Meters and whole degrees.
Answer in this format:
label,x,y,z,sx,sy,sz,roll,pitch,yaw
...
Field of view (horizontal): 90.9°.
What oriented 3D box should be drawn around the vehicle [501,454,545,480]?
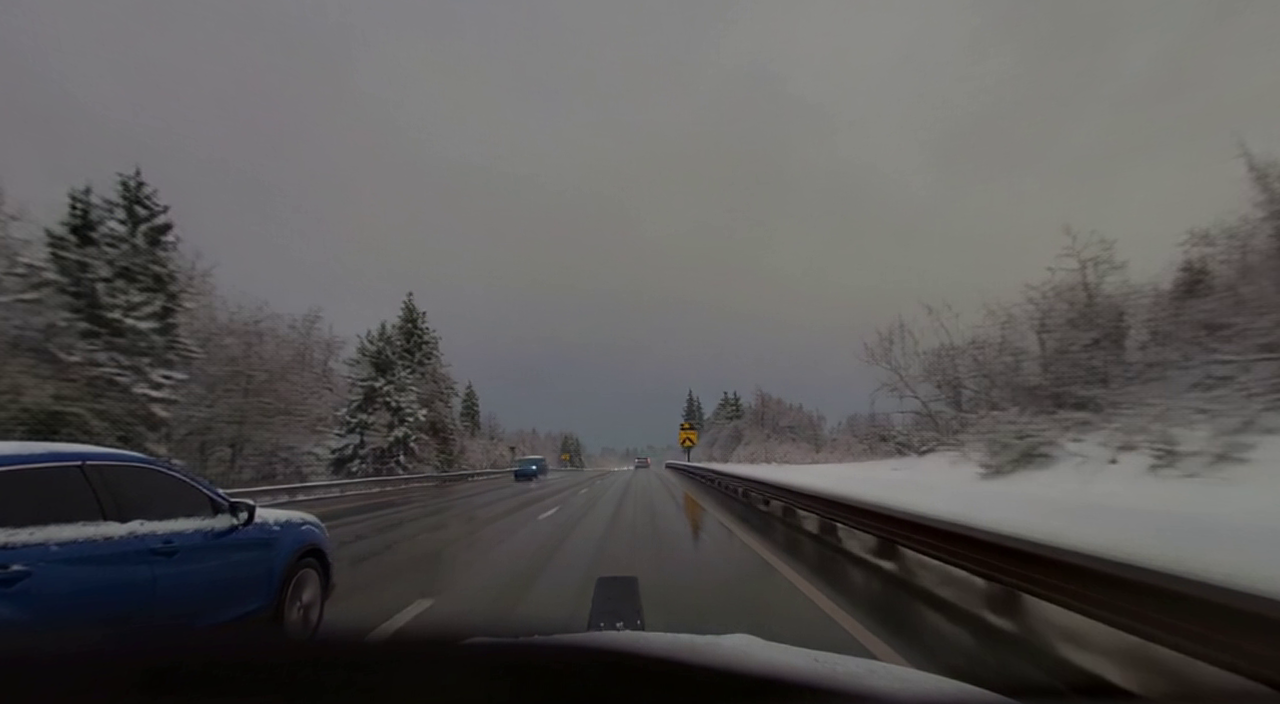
label,x,y,z,sx,sy,sz,roll,pitch,yaw
vehicle,-7.669,7.560,41.636,2.003,1.554,3.757,0,-9,2
